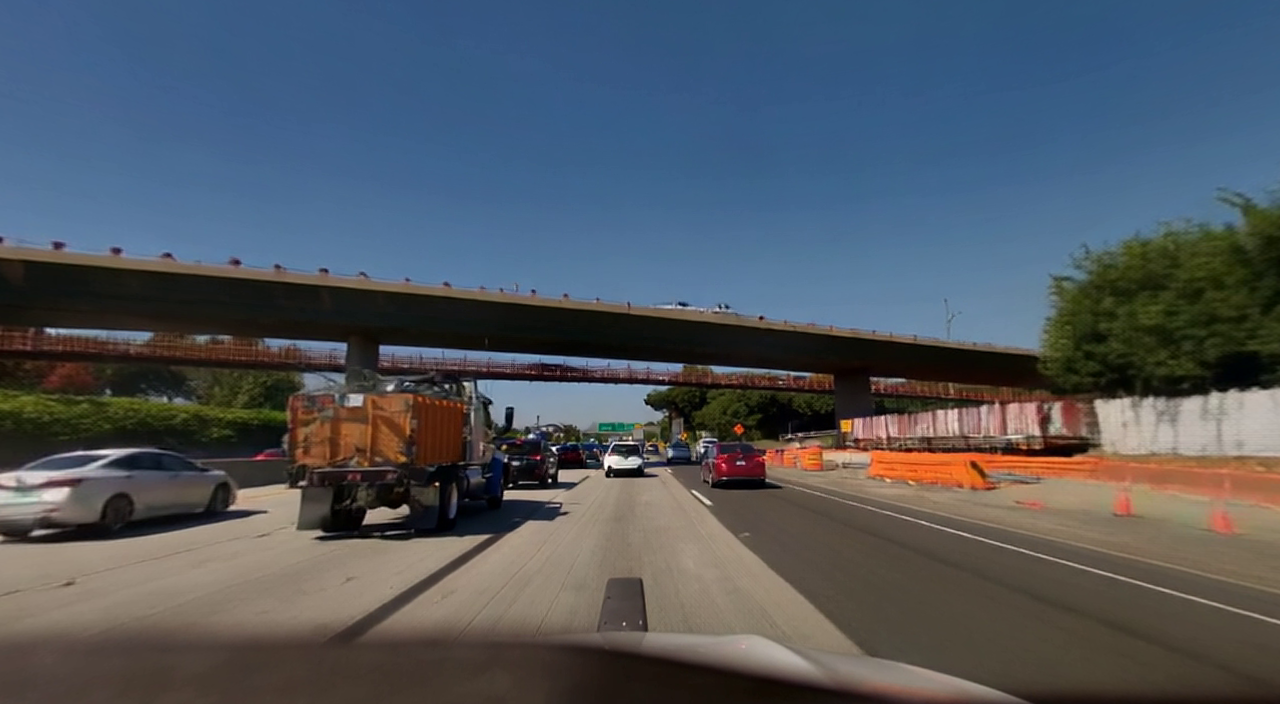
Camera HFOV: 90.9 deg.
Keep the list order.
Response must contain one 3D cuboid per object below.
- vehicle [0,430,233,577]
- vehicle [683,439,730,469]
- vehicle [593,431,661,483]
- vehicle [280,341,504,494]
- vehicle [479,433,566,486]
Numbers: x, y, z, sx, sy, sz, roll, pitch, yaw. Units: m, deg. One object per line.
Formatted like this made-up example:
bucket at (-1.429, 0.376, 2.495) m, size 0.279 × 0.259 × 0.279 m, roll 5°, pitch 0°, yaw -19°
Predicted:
vehicle at (-7.511, 1.726, 7.629) m, size 1.948 × 1.494 × 4.749 m, roll 0°, pitch -8°, yaw 1°
vehicle at (3.443, 5.403, 33.463) m, size 2.003 × 1.465 × 4.092 m, roll 0°, pitch -8°, yaw -1°
vehicle at (-0.426, 3.801, 23.118) m, size 2.270 × 1.696 × 4.061 m, roll 0°, pitch -8°, yaw 0°
vehicle at (-7.439, 2.426, 21.373) m, size 2.959 × 3.886 × 10.574 m, roll -1°, pitch -8°, yaw 2°
vehicle at (-3.950, 3.709, 21.996) m, size 2.124 × 1.639 × 4.344 m, roll 0°, pitch -8°, yaw 1°
